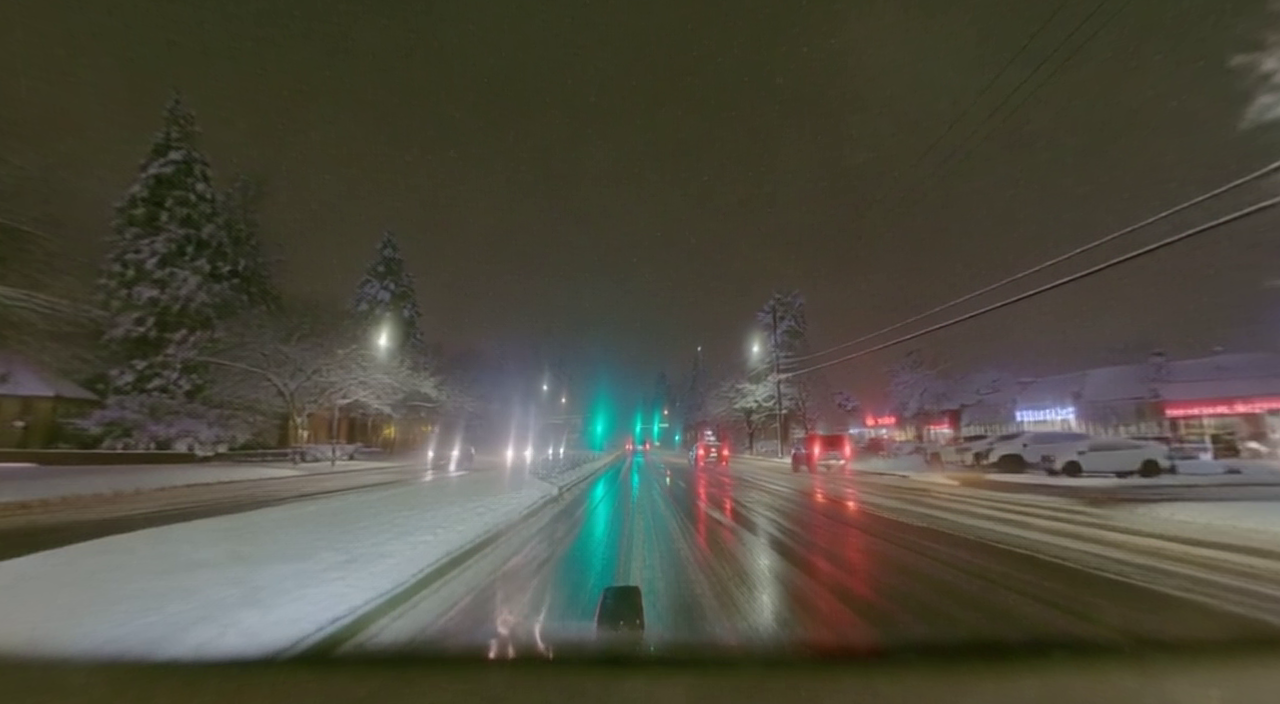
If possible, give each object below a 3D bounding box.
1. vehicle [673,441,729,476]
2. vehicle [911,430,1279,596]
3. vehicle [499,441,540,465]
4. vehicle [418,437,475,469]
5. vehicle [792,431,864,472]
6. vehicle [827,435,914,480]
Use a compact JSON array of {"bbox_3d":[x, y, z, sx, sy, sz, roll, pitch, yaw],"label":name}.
[{"bbox_3d":[2.769,4.951,29.668,2.099,1.463,4.365,0,-8,-1],"label":"vehicle"},{"bbox_3d":[5.876,1.827,8.275,2.072,1.491,4.753,1,-8,-7],"label":"vehicle"},{"bbox_3d":[-8.612,7.234,45.434,2.023,1.579,4.526,0,-8,1],"label":"vehicle"},{"bbox_3d":[-11.864,6.224,39.057,2.040,1.823,4.600,0,-8,0],"label":"vehicle"},{"bbox_3d":[10.344,5.534,35.338,2.154,2.099,5.756,0,-8,-1],"label":"vehicle"},{"bbox_3d":[10.334,4.756,28.821,2.045,1.831,5.000,0,-8,0],"label":"vehicle"}]
